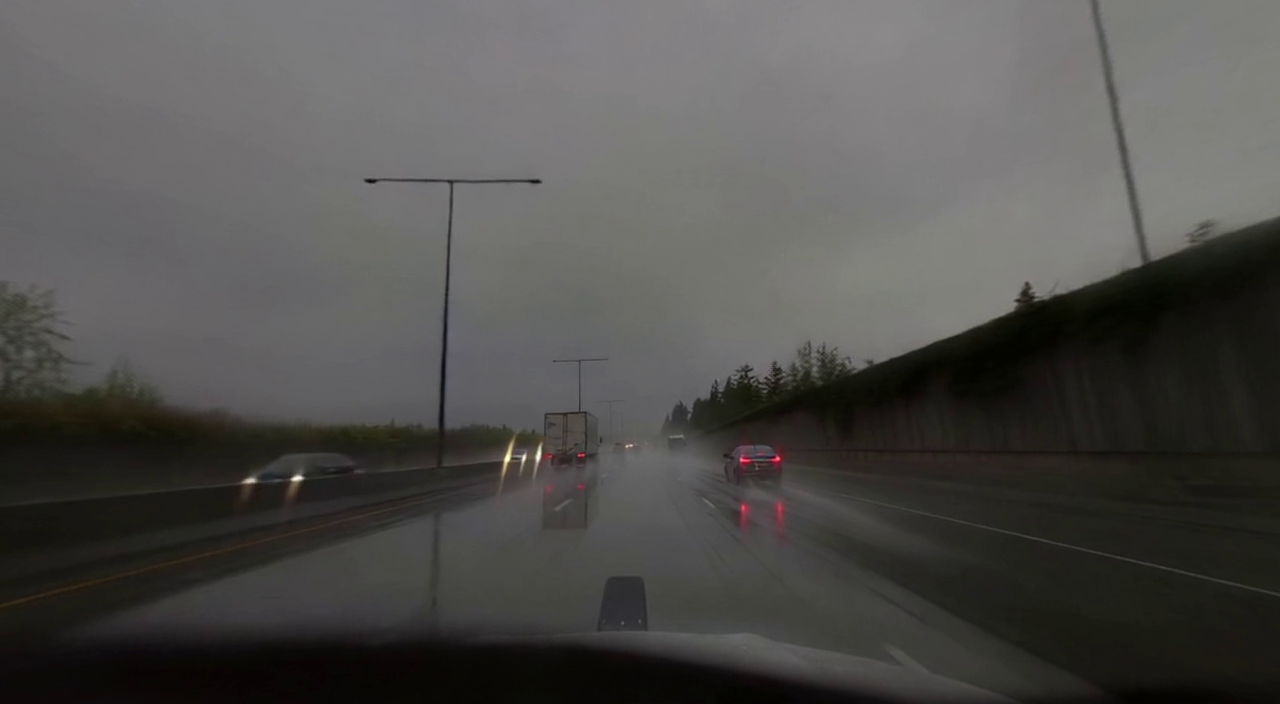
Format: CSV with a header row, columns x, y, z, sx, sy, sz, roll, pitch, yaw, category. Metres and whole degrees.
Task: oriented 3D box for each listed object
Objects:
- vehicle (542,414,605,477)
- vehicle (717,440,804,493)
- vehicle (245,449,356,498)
x,y,z,sx,sy,sz,roll,pitch,yaw,category
-3.586,5.280,35.566,2.667,3.195,6.731,0,-9,1,vehicle
3.829,3.708,20.713,1.983,1.545,4.038,0,-9,-1,vehicle
-11.615,4.150,21.904,1.705,1.524,3.845,0,-9,0,vehicle
